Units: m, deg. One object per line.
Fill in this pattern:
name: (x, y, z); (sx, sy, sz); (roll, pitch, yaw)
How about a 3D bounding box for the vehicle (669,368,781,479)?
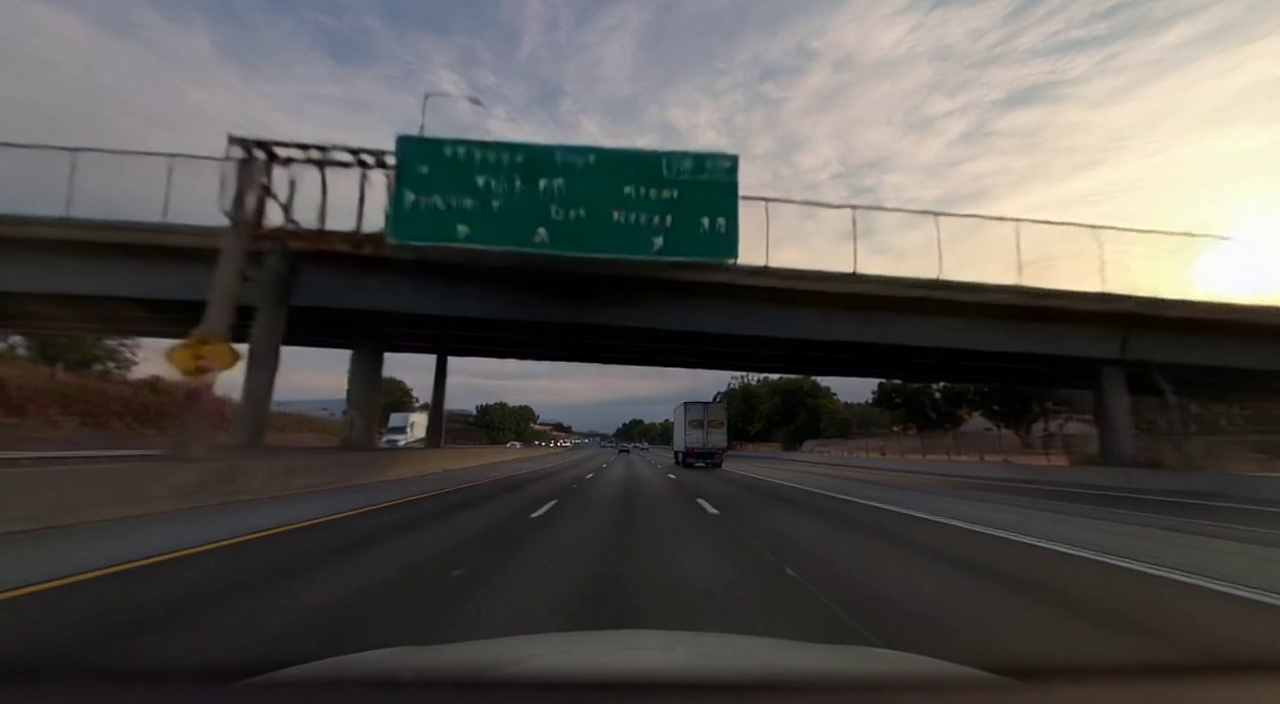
vehicle: (3.601, 3.808, 31.455); (3.323, 4.262, 14.056); (0, -9, -1)
